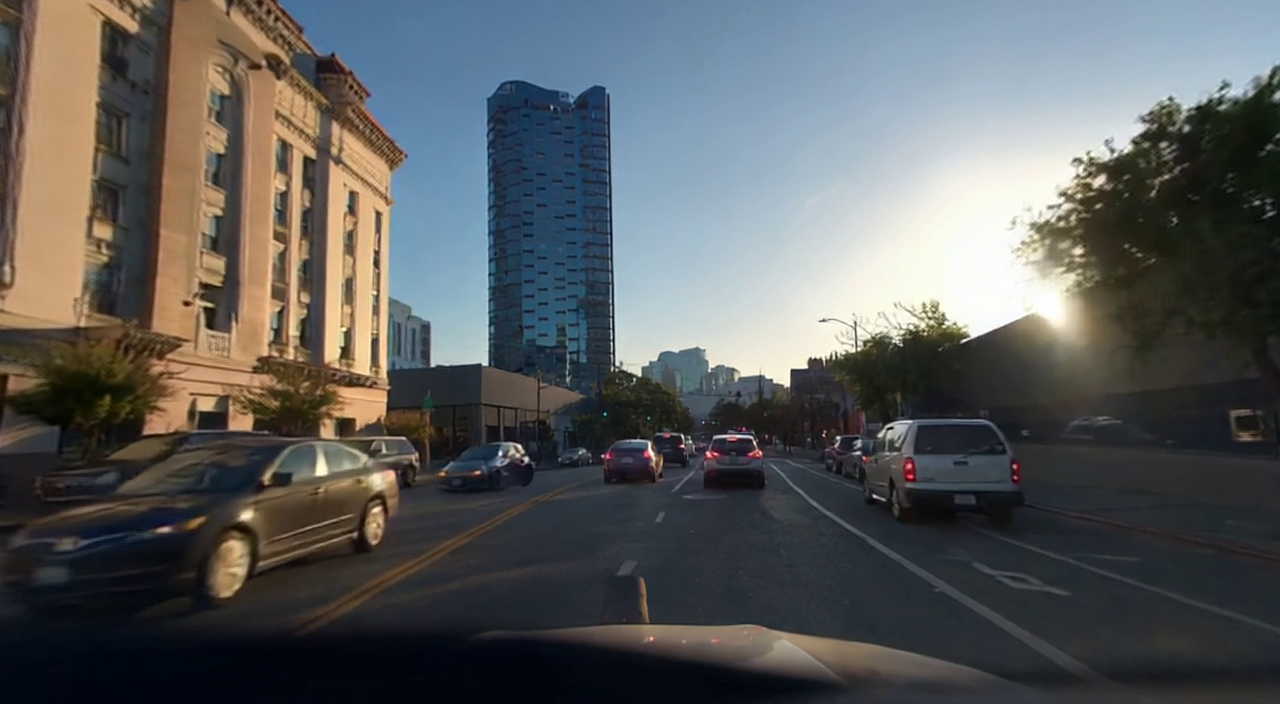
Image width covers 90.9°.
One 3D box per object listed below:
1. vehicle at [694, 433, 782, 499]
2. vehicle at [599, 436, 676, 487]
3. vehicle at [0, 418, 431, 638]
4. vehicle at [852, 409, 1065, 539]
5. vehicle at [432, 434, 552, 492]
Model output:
[{"bbox_3d":[2.597,2.931,16.662,1.982,1.510,4.144,-1,-8,9],"label":"vehicle"},{"bbox_3d":[0.028,3.502,20.495,2.031,1.461,3.763,-1,-8,7],"label":"vehicle"},{"bbox_3d":[-4.129,1.548,6.728,2.028,1.478,4.682,0,-8,2],"label":"vehicle"},{"bbox_3d":[5.179,2.016,11.079,2.088,1.775,4.454,-1,-8,10],"label":"vehicle"},{"bbox_3d":[-4.424,3.387,19.666,2.086,1.565,4.281,-2,-8,10],"label":"vehicle"}]
